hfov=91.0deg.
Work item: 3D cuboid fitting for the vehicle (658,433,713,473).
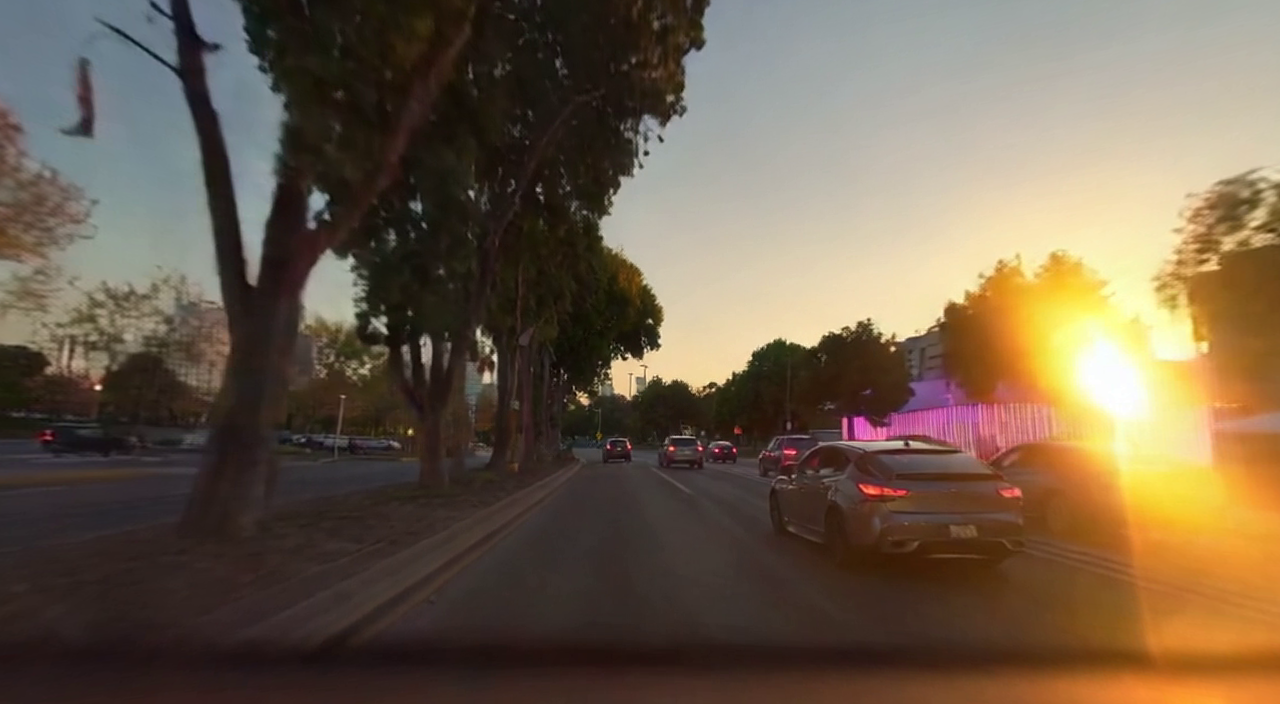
[{"bbox_3d":[2.104,4.794,30.063,2.000,1.745,4.206,1,-8,-4],"label":"vehicle"}]

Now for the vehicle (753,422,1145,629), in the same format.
[{"bbox_3d":[2.597,1.556,6.673,1.883,1.452,4.258,1,-8,-2],"label":"vehicle"}]

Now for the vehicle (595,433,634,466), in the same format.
[{"bbox_3d":[-1.564,5.754,37.245,2.051,1.798,4.168,1,-8,-5],"label":"vehicle"}]

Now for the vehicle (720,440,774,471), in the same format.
[{"bbox_3d":[5.882,5.736,35.195,1.954,1.606,4.423,1,-8,-4],"label":"vehicle"}]

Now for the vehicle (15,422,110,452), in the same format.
[{"bbox_3d":[-35.605,5.292,38.967,1.914,1.698,4.686,1,-8,-9],"label":"vehicle"}]

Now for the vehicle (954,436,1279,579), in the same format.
[{"bbox_3d":[6.466,1.929,8.701,1.917,1.457,4.274,1,-8,-2],"label":"vehicle"}]
